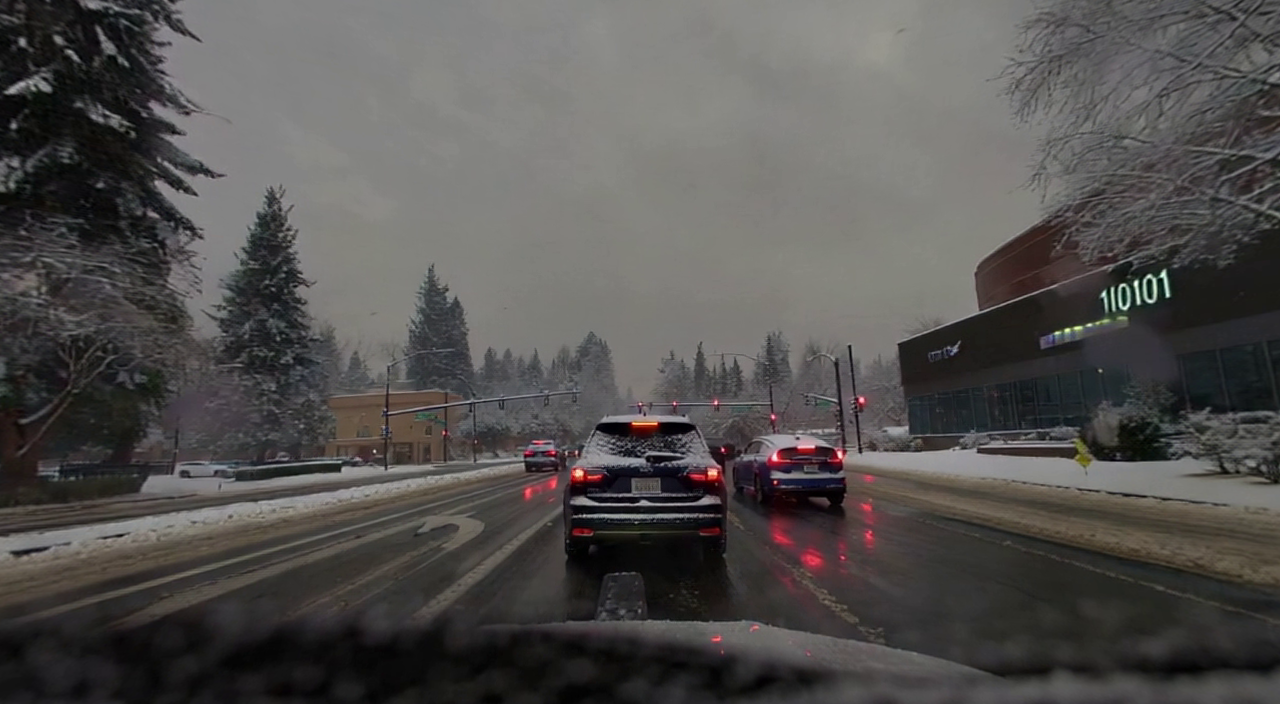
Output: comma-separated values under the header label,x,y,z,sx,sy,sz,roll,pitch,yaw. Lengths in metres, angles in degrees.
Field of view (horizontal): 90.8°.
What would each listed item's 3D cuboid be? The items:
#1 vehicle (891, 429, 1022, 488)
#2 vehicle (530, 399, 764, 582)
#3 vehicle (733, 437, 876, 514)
label,x,y,z,sx,sy,sz,roll,pitch,yaw
vehicle,10.859,3.695,22.126,2.123,1.812,4.553,0,-9,-1
vehicle,0.062,1.655,8.268,2.266,1.762,4.131,0,-9,0
vehicle,3.498,2.715,14.394,1.997,1.471,4.321,0,-9,-1
